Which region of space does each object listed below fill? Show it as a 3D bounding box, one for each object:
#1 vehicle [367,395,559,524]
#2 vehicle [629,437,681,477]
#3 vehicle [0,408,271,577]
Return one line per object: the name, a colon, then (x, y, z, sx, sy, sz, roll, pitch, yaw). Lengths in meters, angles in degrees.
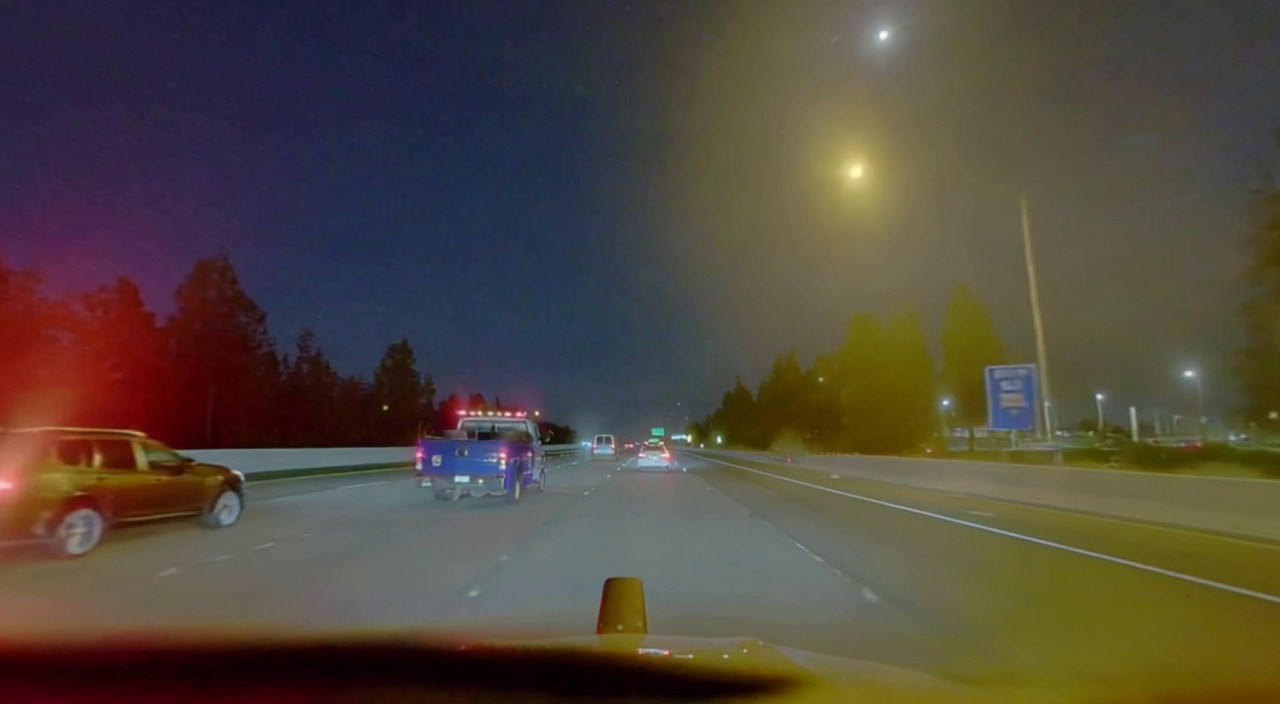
vehicle: (-3.238, 2.151, 13.031, 2.292, 2.070, 5.532, 0, -8, 1)
vehicle: (0.661, 4.775, 28.812, 2.165, 1.653, 4.456, 0, -8, 1)
vehicle: (-6.911, 1.564, 7.552, 1.926, 1.561, 4.868, 0, -8, 1)
